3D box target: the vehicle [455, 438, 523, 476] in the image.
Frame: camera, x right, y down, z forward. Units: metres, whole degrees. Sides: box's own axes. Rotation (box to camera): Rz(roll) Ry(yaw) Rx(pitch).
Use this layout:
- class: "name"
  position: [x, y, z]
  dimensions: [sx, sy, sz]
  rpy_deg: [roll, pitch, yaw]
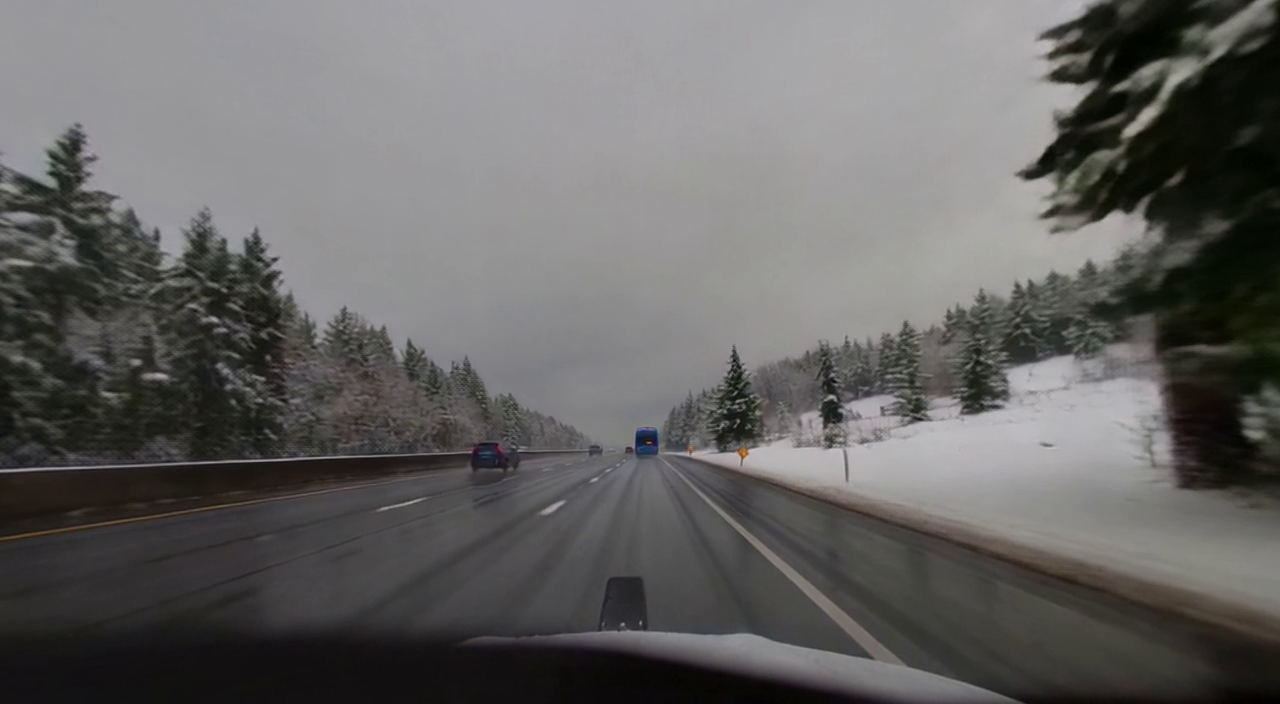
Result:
- class: "vehicle"
  position: [-7.190, 5.052, 30.535]
  dimensions: [2.080, 1.674, 4.660]
  rpy_deg: [0, -8, 1]
